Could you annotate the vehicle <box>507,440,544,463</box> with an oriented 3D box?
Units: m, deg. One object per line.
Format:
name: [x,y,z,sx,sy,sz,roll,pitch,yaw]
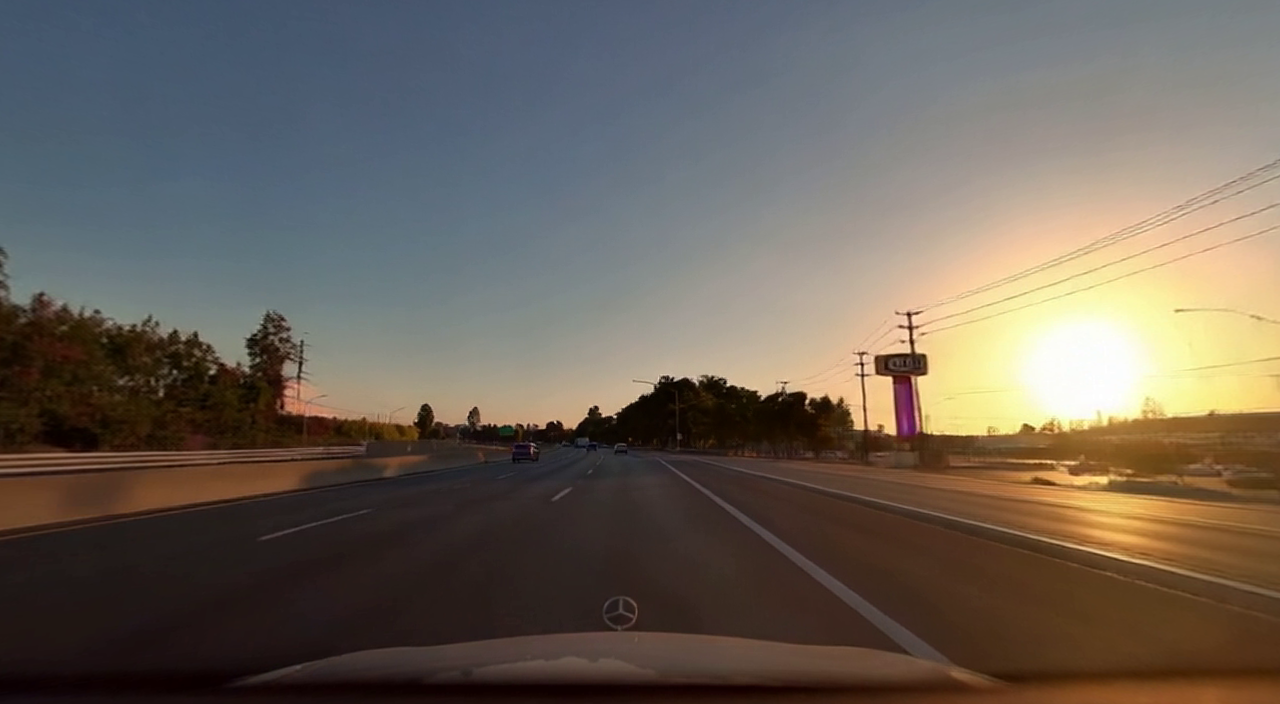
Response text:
vehicle: [-8.681,7.547,48.081,2.053,1.682,4.423,0,-8,-1]
